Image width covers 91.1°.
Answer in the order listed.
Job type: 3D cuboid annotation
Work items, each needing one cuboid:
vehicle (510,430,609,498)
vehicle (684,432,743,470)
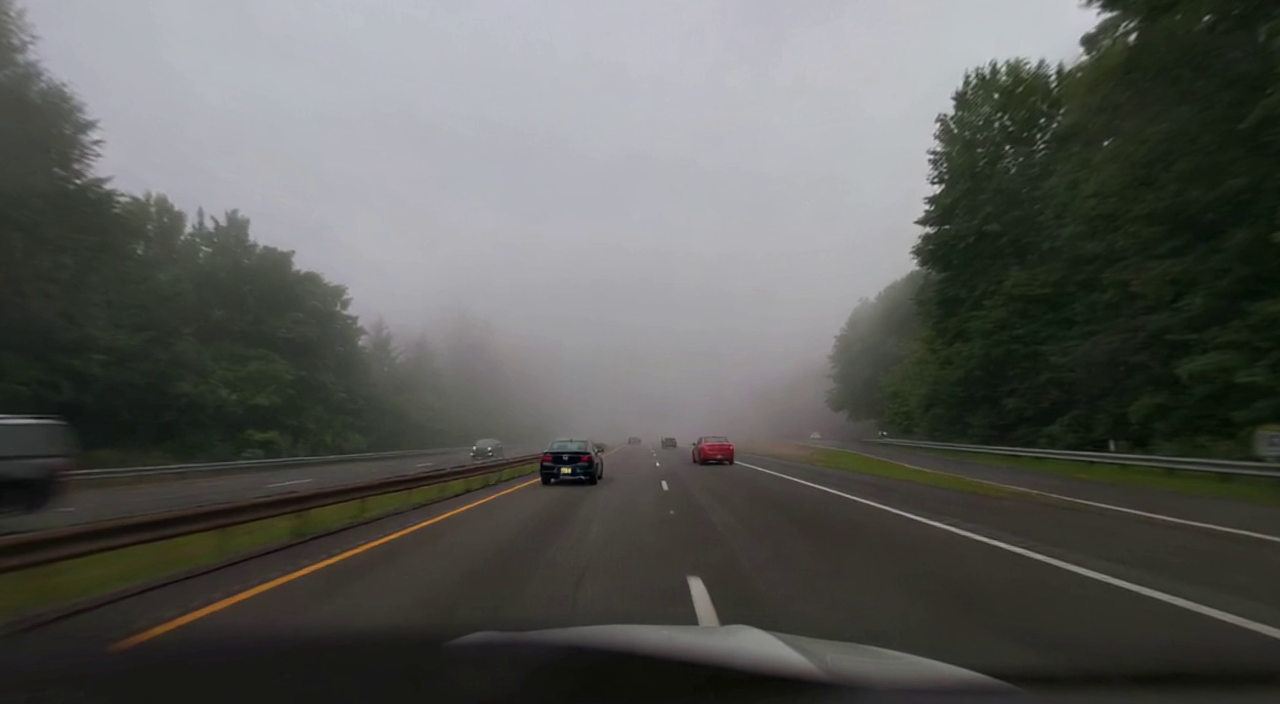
[{"bbox_3d":[-1.838,2.687,15.565,1.897,1.479,3.724,0,-8,1],"label":"vehicle"},{"bbox_3d":[3.062,4.215,27.040,2.010,1.508,4.285,0,-8,0],"label":"vehicle"}]
